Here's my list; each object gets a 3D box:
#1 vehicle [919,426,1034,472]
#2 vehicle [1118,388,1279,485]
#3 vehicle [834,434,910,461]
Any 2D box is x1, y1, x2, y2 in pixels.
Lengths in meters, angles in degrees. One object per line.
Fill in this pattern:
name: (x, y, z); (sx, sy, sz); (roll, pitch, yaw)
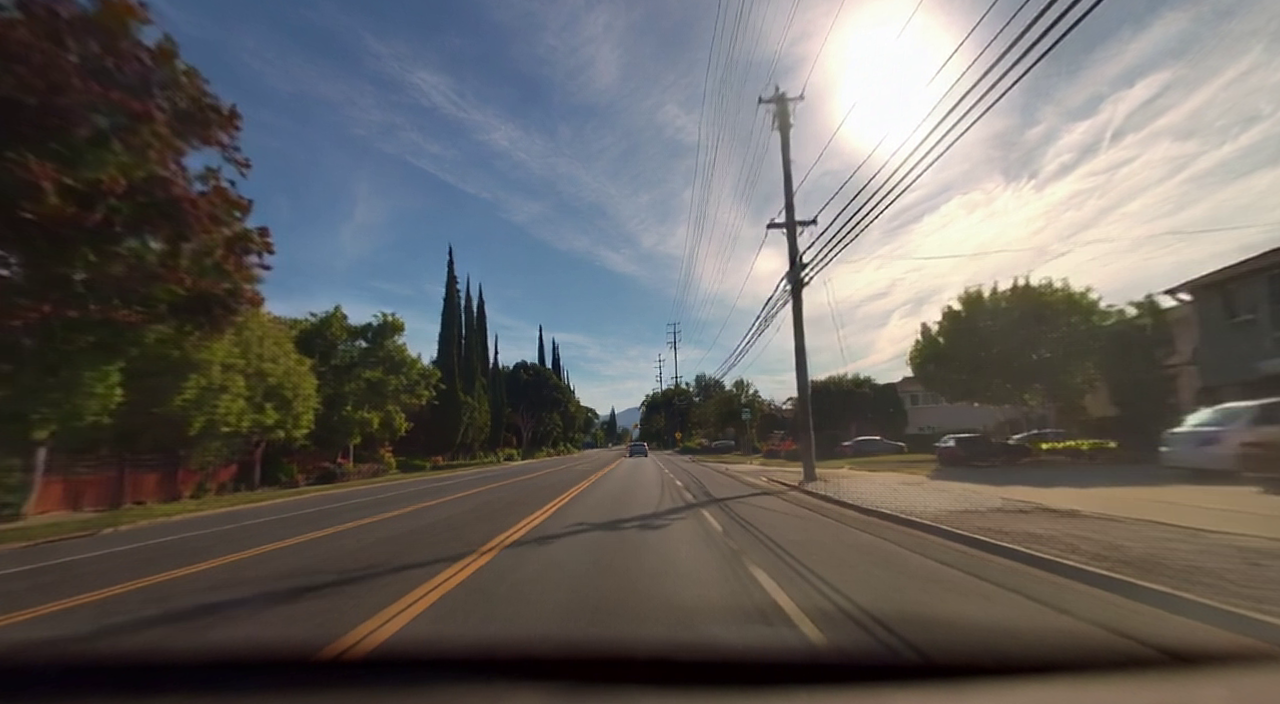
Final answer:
vehicle: (12.277, 3.579, 23.365); (1.846, 1.523, 4.492); (0, -8, 1)
vehicle: (14.001, 1.860, 13.761); (5.242, 1.951, 2.066); (0, -8, 2)
vehicle: (14.301, 5.909, 38.899); (3.855, 1.548, 1.937); (0, -8, -6)
